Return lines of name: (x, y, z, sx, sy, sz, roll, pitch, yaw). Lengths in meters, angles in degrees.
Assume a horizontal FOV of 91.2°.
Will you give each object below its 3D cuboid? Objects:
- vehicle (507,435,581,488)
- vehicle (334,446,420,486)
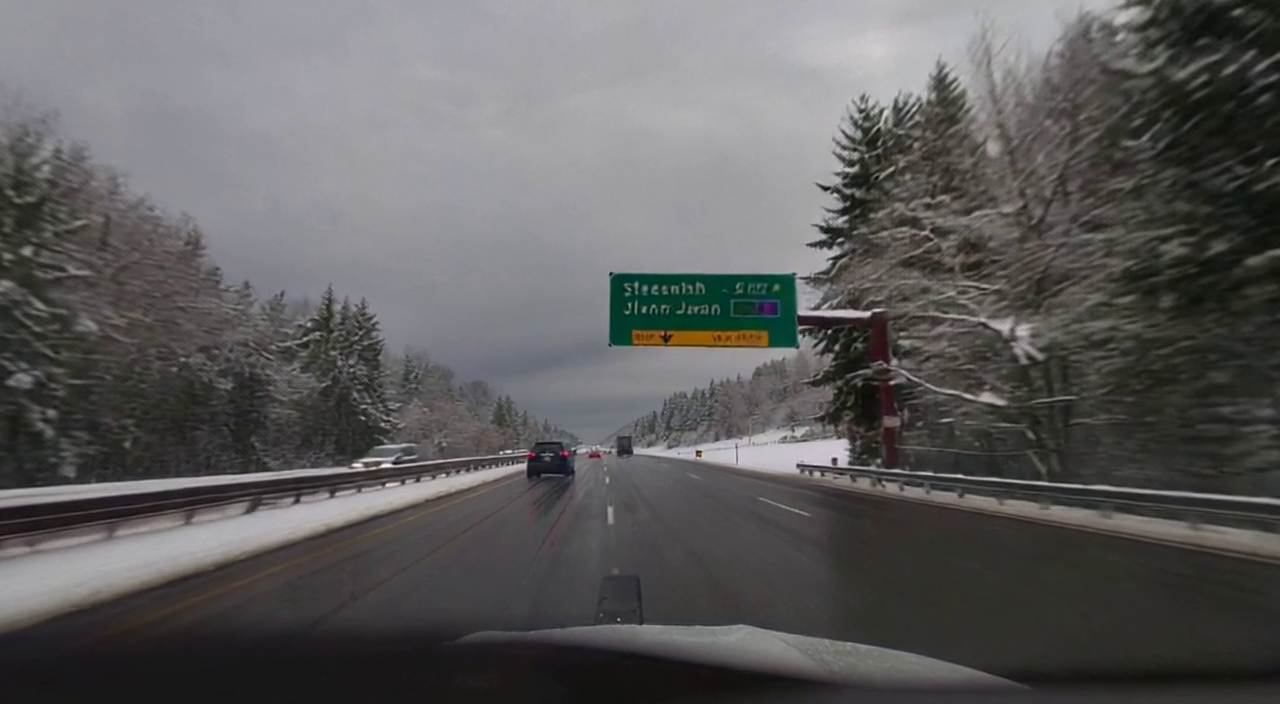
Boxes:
vehicle: (-3.358, 3.923, 22.719, 2.151, 1.693, 4.201, 0, -9, -2)
vehicle: (-11.827, 5.113, 28.568, 2.044, 1.638, 4.642, 0, -9, -2)
